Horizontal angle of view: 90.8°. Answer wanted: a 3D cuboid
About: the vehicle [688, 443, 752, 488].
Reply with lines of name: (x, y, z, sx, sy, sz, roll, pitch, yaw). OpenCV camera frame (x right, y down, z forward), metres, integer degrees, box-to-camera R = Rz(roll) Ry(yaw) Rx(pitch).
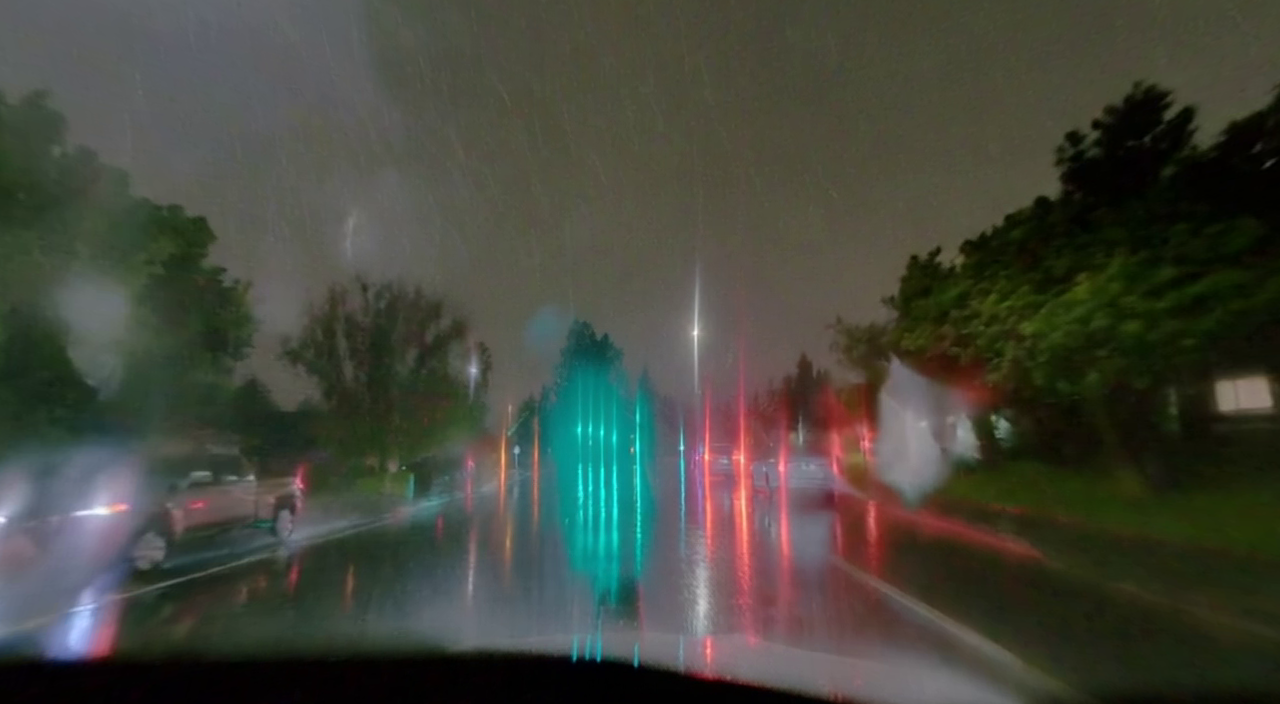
vehicle: (3.113, 4.512, 25.437, 2.037, 1.595, 4.536, -1, -9, 1)

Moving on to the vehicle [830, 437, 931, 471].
vehicle: (12.468, 5.322, 33.032, 4.470, 1.624, 2.047, -2, -9, 6)

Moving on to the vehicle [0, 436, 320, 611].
vehicle: (-6.913, 2.116, 8.815, 2.119, 1.760, 4.294, -2, -9, 10)

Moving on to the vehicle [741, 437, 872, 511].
vehicle: (4.036, 3.054, 16.263, 2.043, 1.585, 4.687, -1, -9, -1)
